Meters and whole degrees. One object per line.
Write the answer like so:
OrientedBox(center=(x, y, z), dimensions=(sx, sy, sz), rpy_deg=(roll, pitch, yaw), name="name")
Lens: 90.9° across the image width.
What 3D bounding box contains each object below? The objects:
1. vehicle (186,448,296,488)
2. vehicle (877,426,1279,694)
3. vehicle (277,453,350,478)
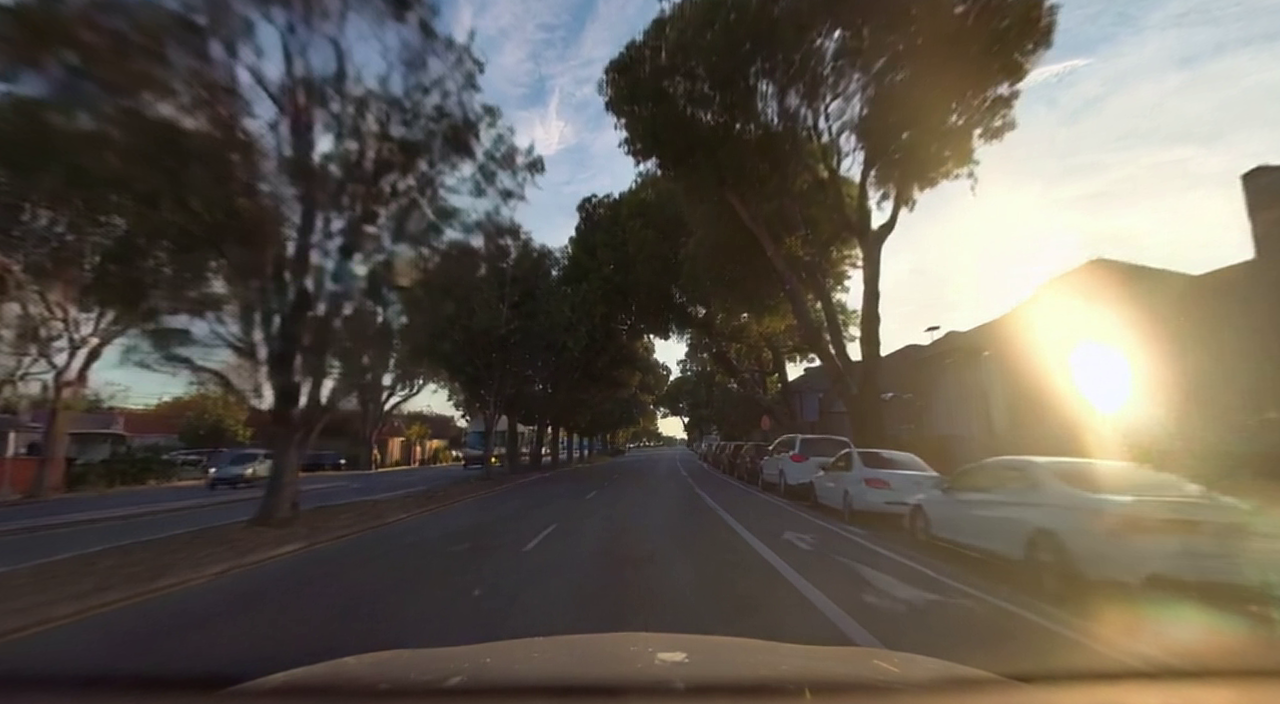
OrientedBox(center=(-18.603, 5.384, 29.720), dimensions=(1.965, 1.640, 4.665), rpy_deg=(-1, -8, 3), name="vehicle")
OrientedBox(center=(4.308, 1.528, 6.089), dimensions=(2.027, 1.503, 4.838), rpy_deg=(0, -8, -2), name="vehicle")
OrientedBox(center=(-22.703, 7.920, 44.141), dimensions=(2.026, 1.531, 5.099), rpy_deg=(-1, -8, 6), name="vehicle")
